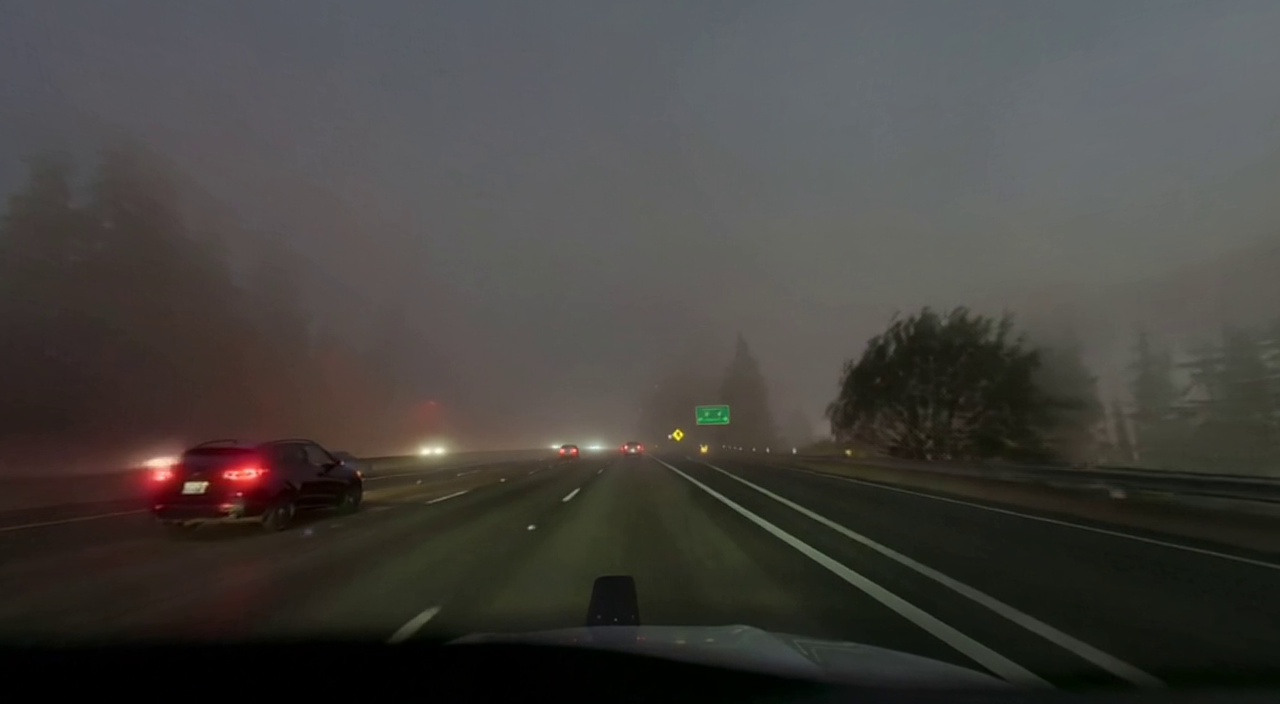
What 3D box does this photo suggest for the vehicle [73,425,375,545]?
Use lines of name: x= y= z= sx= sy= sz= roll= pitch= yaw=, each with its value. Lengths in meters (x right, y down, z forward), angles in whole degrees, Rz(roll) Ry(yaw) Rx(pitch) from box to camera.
vehicle: x=-6.693 y=2.173 z=11.065 sx=2.016 sy=1.606 sz=4.806 roll=0 pitch=-9 yaw=0
